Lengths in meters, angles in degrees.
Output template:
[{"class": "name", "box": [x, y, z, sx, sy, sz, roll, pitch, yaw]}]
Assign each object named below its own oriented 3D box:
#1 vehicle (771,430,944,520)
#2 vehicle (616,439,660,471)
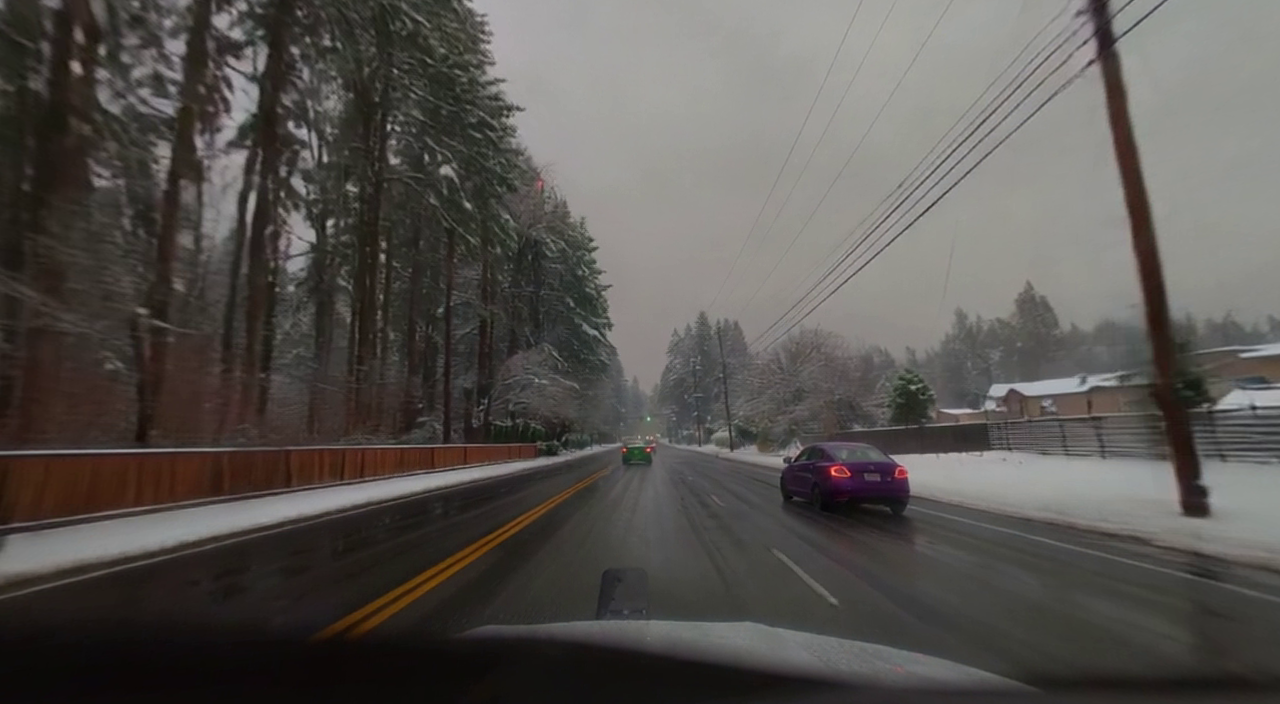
[{"class": "vehicle", "box": [4.172, 2.388, 13.004, 1.943, 1.471, 4.515, -1, -7, 0]}, {"class": "vehicle", "box": [-0.047, 5.555, 34.453, 2.206, 1.525, 4.695, -1, -7, 1]}]
